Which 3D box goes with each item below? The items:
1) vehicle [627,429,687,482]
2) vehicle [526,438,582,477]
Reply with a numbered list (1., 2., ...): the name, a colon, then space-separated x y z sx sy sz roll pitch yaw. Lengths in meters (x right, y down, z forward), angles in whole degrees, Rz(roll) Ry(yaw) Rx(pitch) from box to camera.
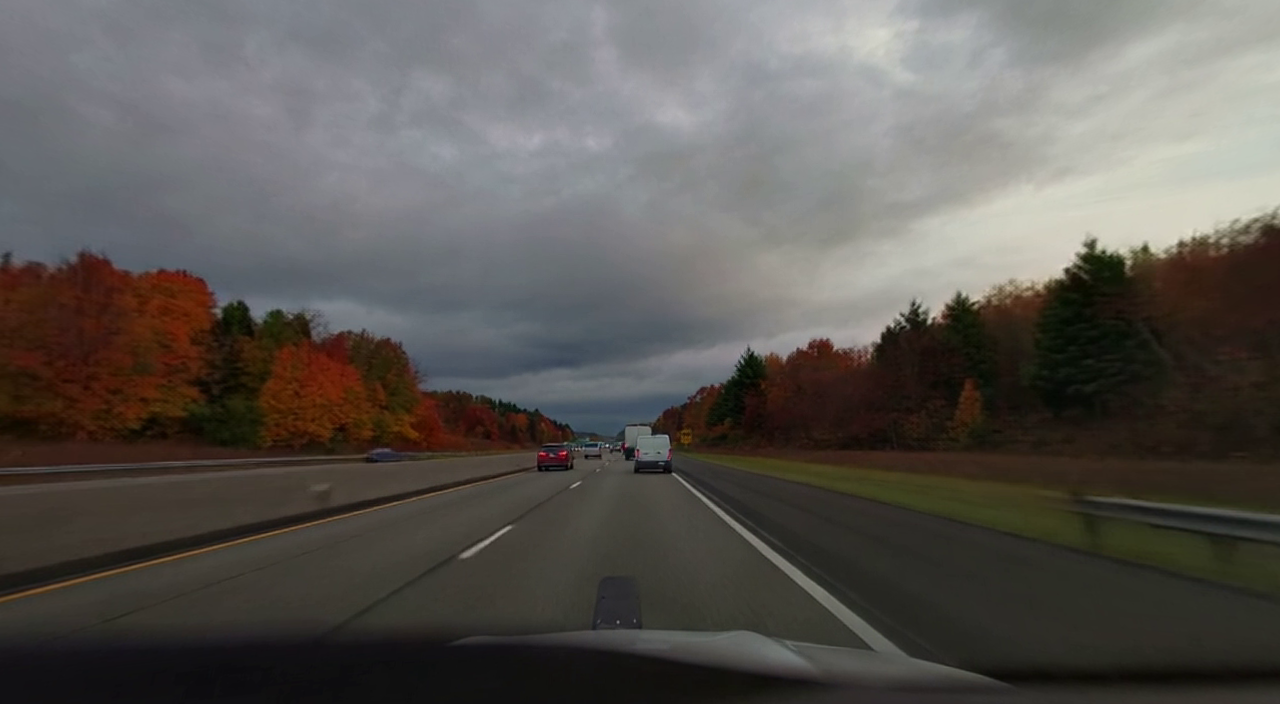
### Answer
1. vehicle: 0.588 4.205 25.586 2.179 1.930 4.538 0 -9 -1
2. vehicle: -4.034 5.040 30.046 2.088 1.688 4.365 0 -9 0
